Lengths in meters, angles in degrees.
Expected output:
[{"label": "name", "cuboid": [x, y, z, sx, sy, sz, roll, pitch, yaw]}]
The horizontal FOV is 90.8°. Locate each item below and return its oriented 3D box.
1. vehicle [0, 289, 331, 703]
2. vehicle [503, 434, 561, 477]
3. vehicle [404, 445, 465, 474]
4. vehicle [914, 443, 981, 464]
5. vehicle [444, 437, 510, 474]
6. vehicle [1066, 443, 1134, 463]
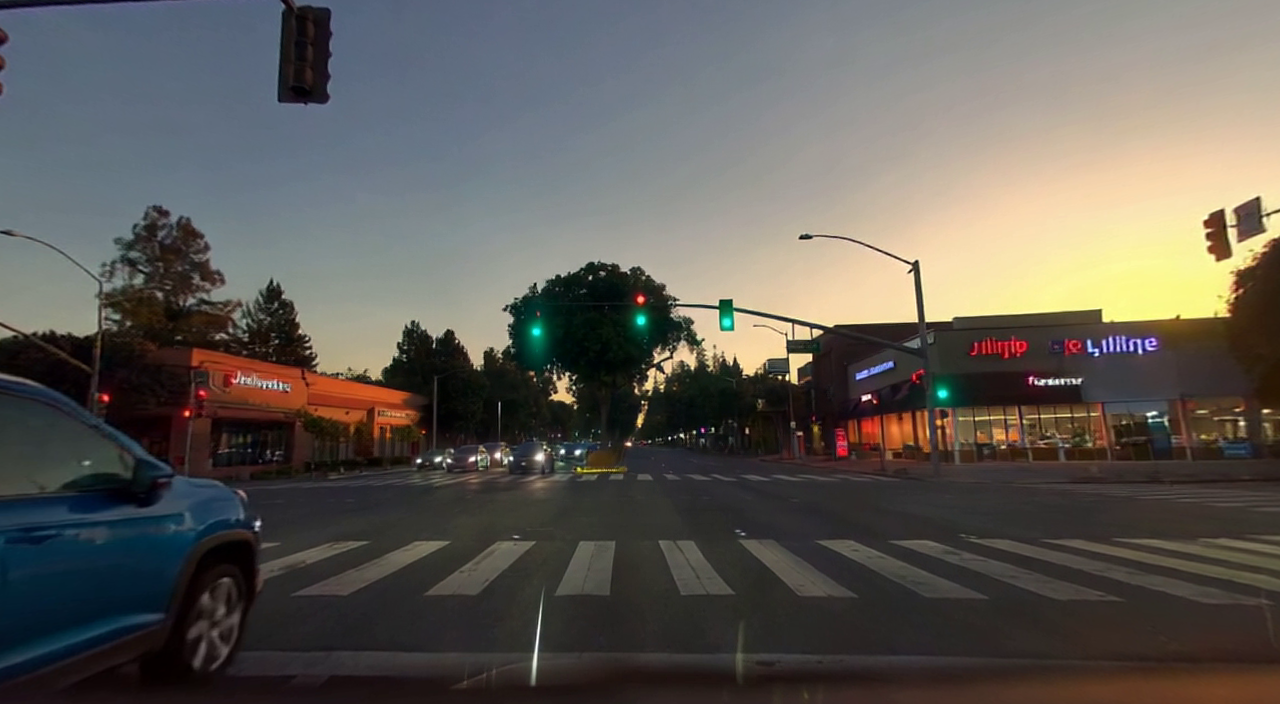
[{"label": "vehicle", "cuboid": [-3.511, 0.747, 2.454, 2.313, 1.883, 5.016, 0, -8, -4]}, {"label": "vehicle", "cuboid": [-4.925, 4.774, 29.493, 2.384, 1.787, 5.038, 1, -8, -6]}, {"label": "vehicle", "cuboid": [-11.322, 5.927, 35.143, 2.003, 1.476, 4.082, 0, -8, 1]}, {"label": "vehicle", "cuboid": [23.918, 7.896, 49.222, 4.135, 1.417, 1.851, -2, -9, 2]}, {"label": "vehicle", "cuboid": [-8.419, 5.393, 33.172, 2.273, 1.791, 4.809, 0, -8, -1]}, {"label": "vehicle", "cuboid": [34.551, 7.606, 47.498, 3.740, 1.433, 1.646, 0, -8, -1]}]
